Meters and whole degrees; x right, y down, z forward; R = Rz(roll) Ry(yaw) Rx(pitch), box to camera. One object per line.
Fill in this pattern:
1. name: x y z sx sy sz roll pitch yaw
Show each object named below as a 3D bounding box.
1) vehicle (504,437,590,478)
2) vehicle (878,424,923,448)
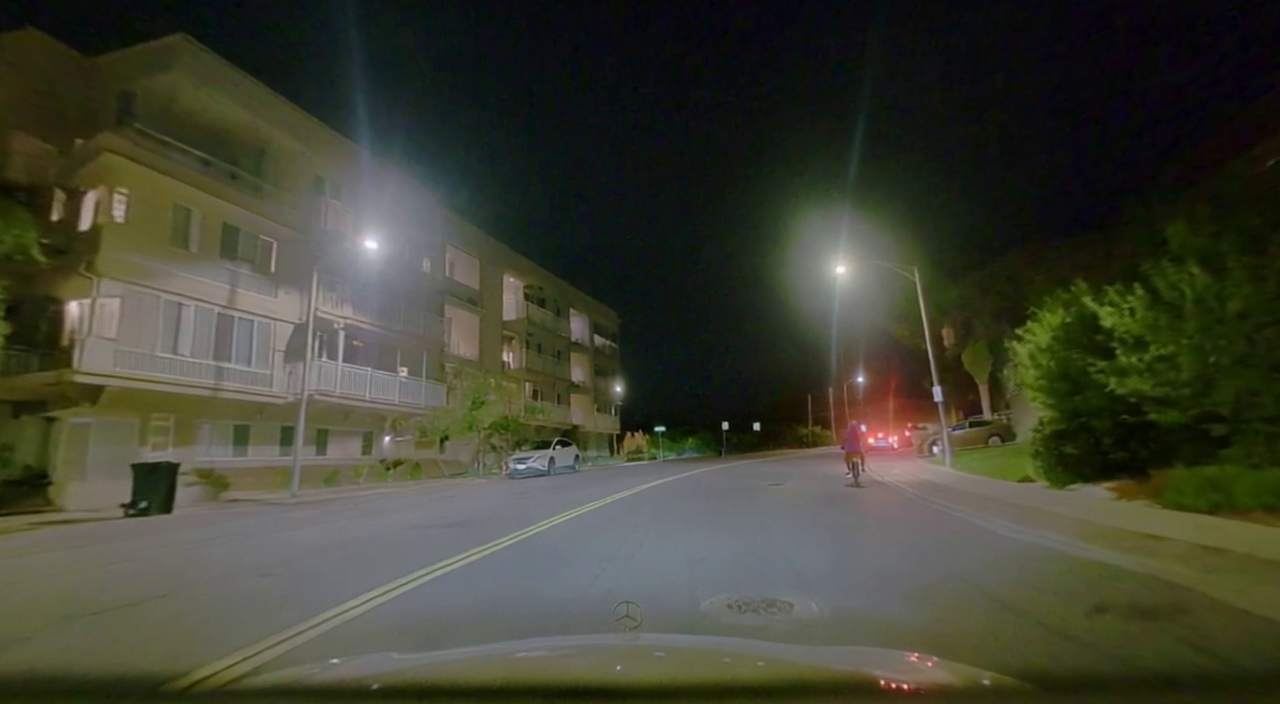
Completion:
1. vehicle: -3.982 4.623 27.914 1.937 1.670 4.391 -3 -9 19
2. vehicle: 19.718 6.411 47.750 2.105 1.705 4.392 -6 -11 35
